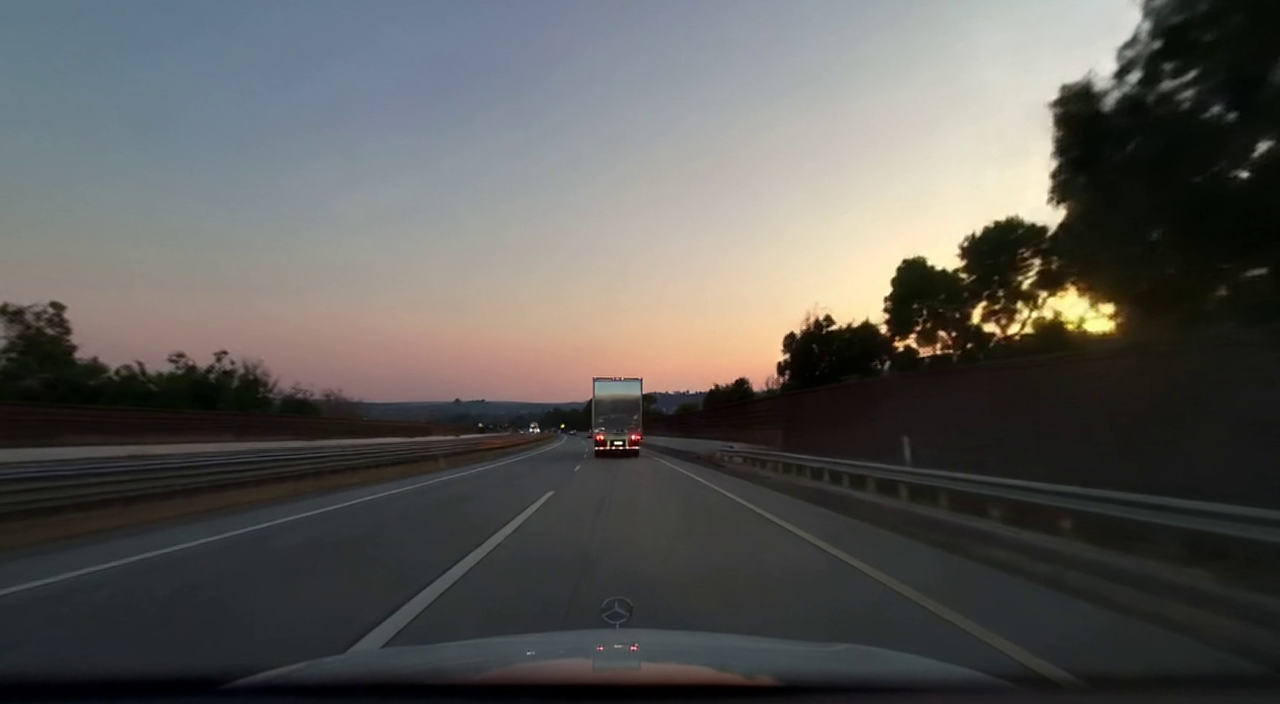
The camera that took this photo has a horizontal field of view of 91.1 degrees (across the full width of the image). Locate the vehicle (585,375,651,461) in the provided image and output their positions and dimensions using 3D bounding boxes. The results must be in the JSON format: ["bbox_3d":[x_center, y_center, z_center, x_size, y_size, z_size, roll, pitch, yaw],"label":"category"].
[{"bbox_3d":[-1.261,3.747,34.258,3.023,3.965,10.402,0,-8,-3],"label":"vehicle"}]
